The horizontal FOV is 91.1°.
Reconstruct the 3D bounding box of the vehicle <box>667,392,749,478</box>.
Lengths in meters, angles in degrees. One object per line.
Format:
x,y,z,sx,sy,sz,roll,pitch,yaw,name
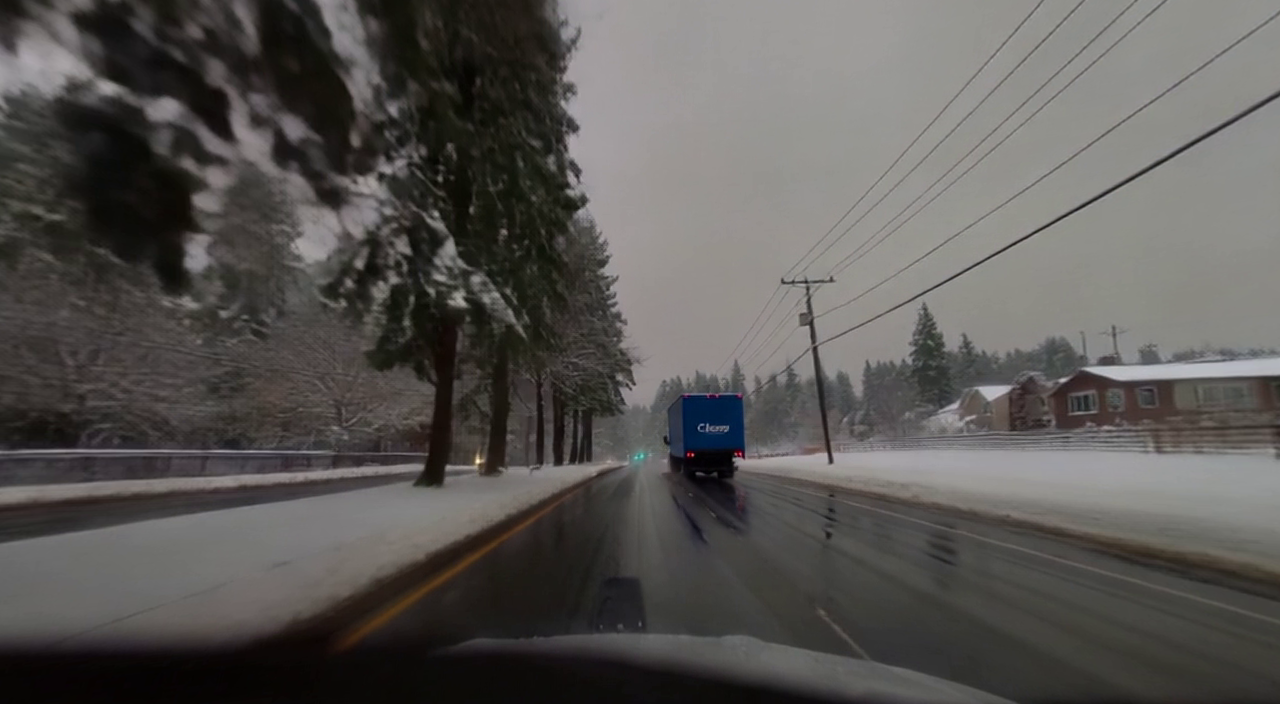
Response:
3.225,4.381,32.714,2.973,3.848,9.336,0,-8,-2,vehicle
